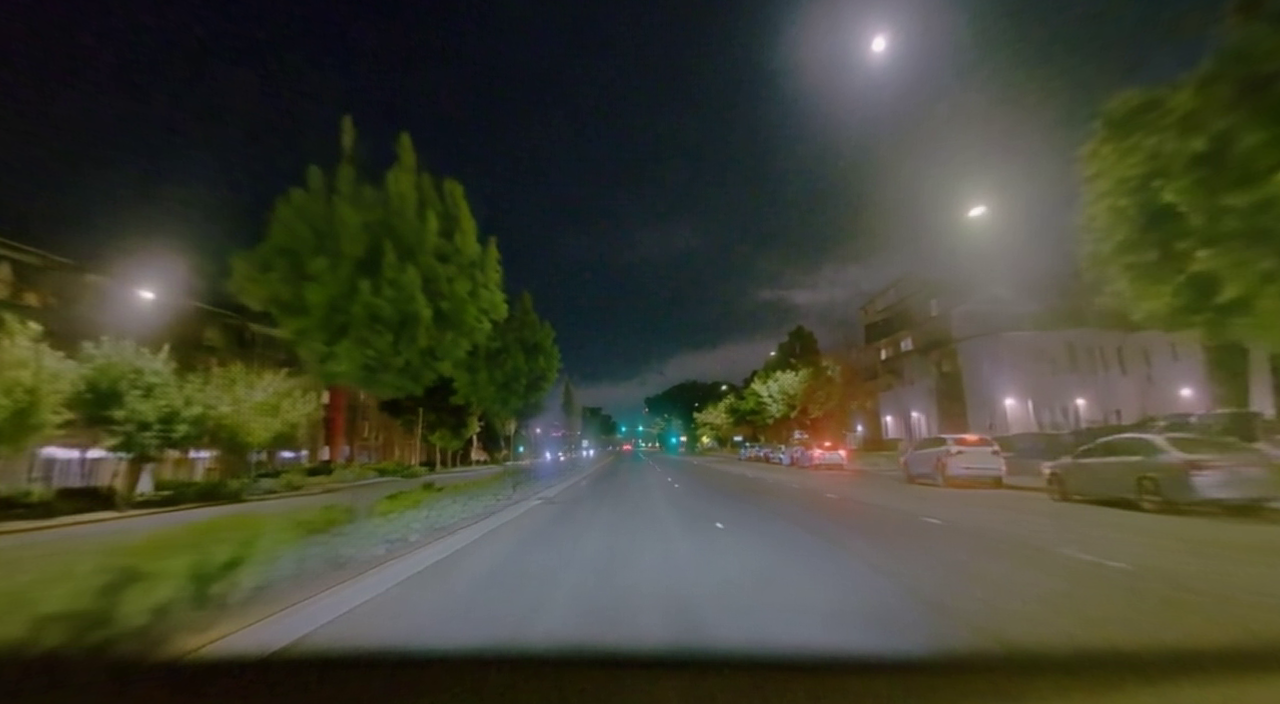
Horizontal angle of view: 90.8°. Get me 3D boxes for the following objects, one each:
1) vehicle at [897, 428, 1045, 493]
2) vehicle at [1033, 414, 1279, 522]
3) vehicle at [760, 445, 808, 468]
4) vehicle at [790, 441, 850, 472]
[{"bbox_3d":[9.866,3.271,19.365,2.037,1.732,4.530,0,-9,0],"label":"vehicle"},{"bbox_3d":[9.948,2.137,12.059,1.984,1.672,4.262,0,-9,-2],"label":"vehicle"},{"bbox_3d":[9.562,6.961,42.268,1.930,1.453,4.665,0,-9,-2],"label":"vehicle"},{"bbox_3d":[9.792,5.714,34.768,1.970,1.610,4.247,0,-9,-1],"label":"vehicle"}]
